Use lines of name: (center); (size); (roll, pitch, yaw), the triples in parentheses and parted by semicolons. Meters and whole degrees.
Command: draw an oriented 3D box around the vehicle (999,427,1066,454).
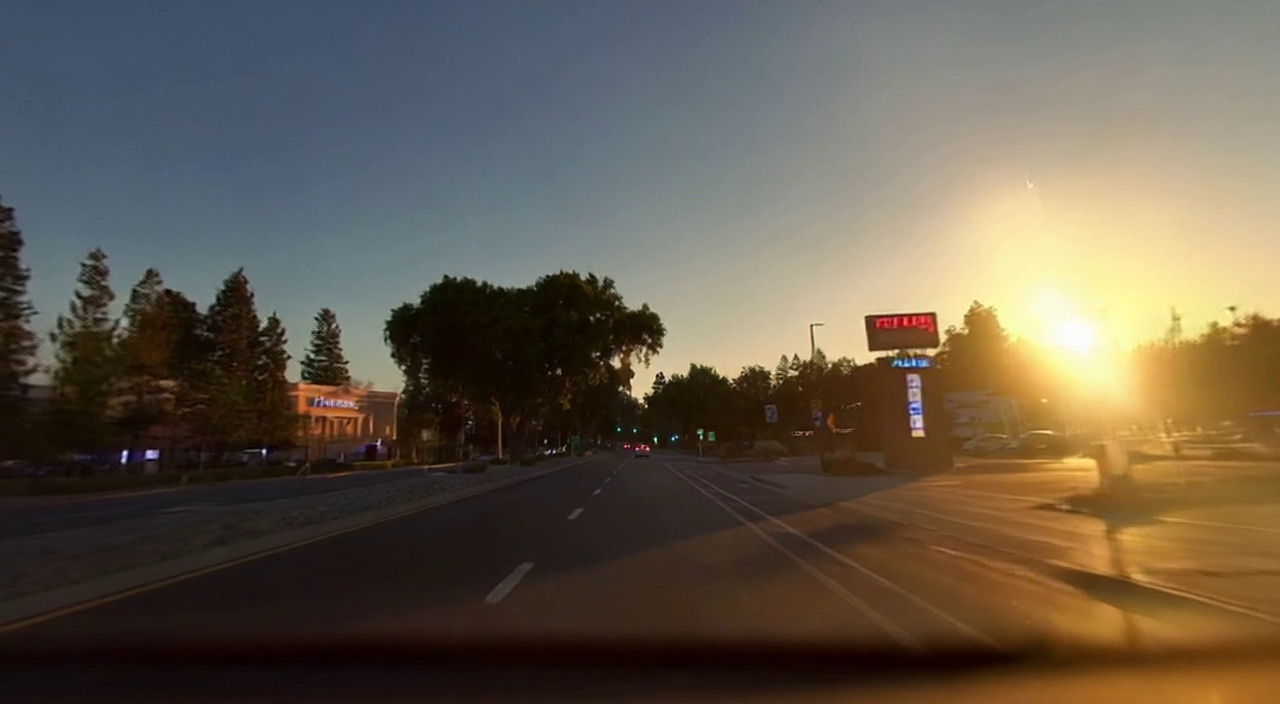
vehicle: (30.875, 7.051, 49.869); (1.966, 1.767, 4.697); (-4, -10, -2)
